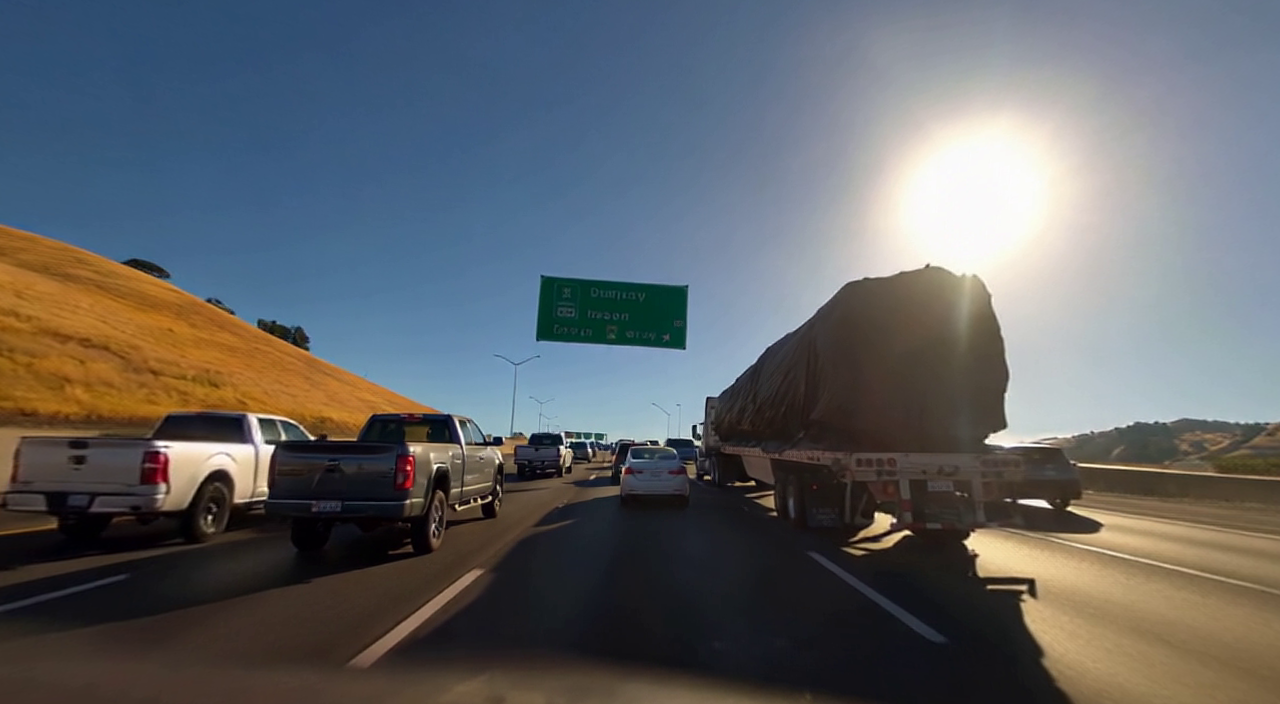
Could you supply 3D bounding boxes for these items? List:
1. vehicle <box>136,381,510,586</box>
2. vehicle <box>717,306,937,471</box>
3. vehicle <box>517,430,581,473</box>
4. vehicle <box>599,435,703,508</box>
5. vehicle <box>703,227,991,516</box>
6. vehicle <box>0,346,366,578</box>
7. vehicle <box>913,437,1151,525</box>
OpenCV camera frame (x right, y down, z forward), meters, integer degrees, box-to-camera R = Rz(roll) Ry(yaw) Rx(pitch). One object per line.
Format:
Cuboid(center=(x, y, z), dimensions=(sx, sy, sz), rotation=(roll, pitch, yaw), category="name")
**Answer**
Cuboid(center=(-3.502, 1.602, 8.616), dimensions=(2.318, 1.902, 5.374), rotation=(0, -8, 0), category="vehicle")
Cuboid(center=(3.378, 0.941, 13.023), dimensions=(2.790, 2.718, 5.253), rotation=(0, -8, -1), category="vehicle")
Cuboid(center=(-4.061, 4.541, 29.027), dimensions=(2.348, 1.821, 5.061), rotation=(0, -8, -2), category="vehicle")
Cuboid(center=(0.169, 2.722, 14.897), dimensions=(2.105, 1.471, 3.978), rotation=(0, -8, -2), category="vehicle")
Cuboid(center=(3.392, 0.982, 14.295), dimensions=(2.759, 4.098, 10.906), rotation=(0, -8, 0), category="vehicle")
Cuboid(center=(-7.550, 1.594, 9.909), dimensions=(3.150, 2.303, 7.133), rotation=(0, -8, 1), category="vehicle")
Cuboid(center=(7.686, 2.522, 13.025), dimensions=(2.092, 1.495, 4.194), rotation=(0, -8, -2), category="vehicle")
